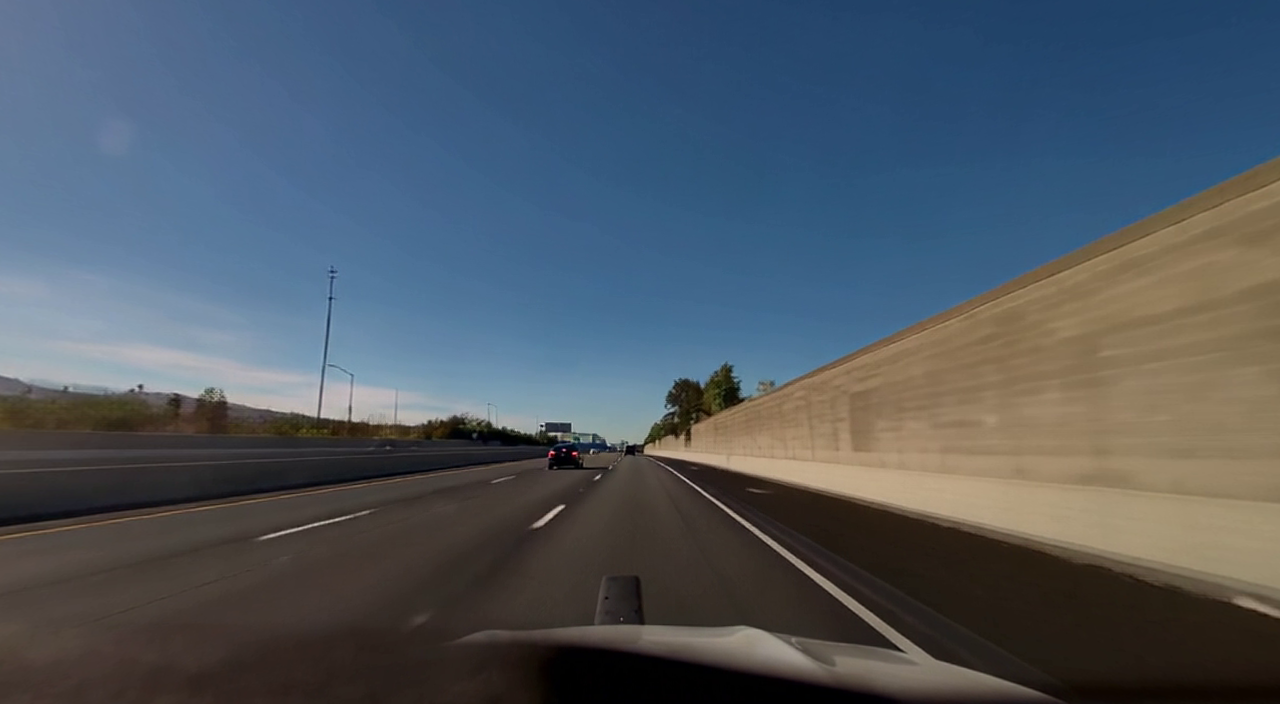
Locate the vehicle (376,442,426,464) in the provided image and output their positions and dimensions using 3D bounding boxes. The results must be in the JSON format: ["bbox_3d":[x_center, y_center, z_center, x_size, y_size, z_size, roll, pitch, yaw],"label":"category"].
[{"bbox_3d":[-17.839,7.571,47.186,1.935,1.531,4.440,0,-9,1],"label":"vehicle"}]

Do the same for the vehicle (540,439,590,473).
[{"bbox_3d":[-3.945,5.562,33.808,2.133,1.683,4.340,0,-9,0],"label":"vehicle"}]

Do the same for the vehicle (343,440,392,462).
[{"bbox_3d":[-21.404,7.797,49.614,1.889,1.598,4.423,0,-9,0],"label":"vehicle"}]
